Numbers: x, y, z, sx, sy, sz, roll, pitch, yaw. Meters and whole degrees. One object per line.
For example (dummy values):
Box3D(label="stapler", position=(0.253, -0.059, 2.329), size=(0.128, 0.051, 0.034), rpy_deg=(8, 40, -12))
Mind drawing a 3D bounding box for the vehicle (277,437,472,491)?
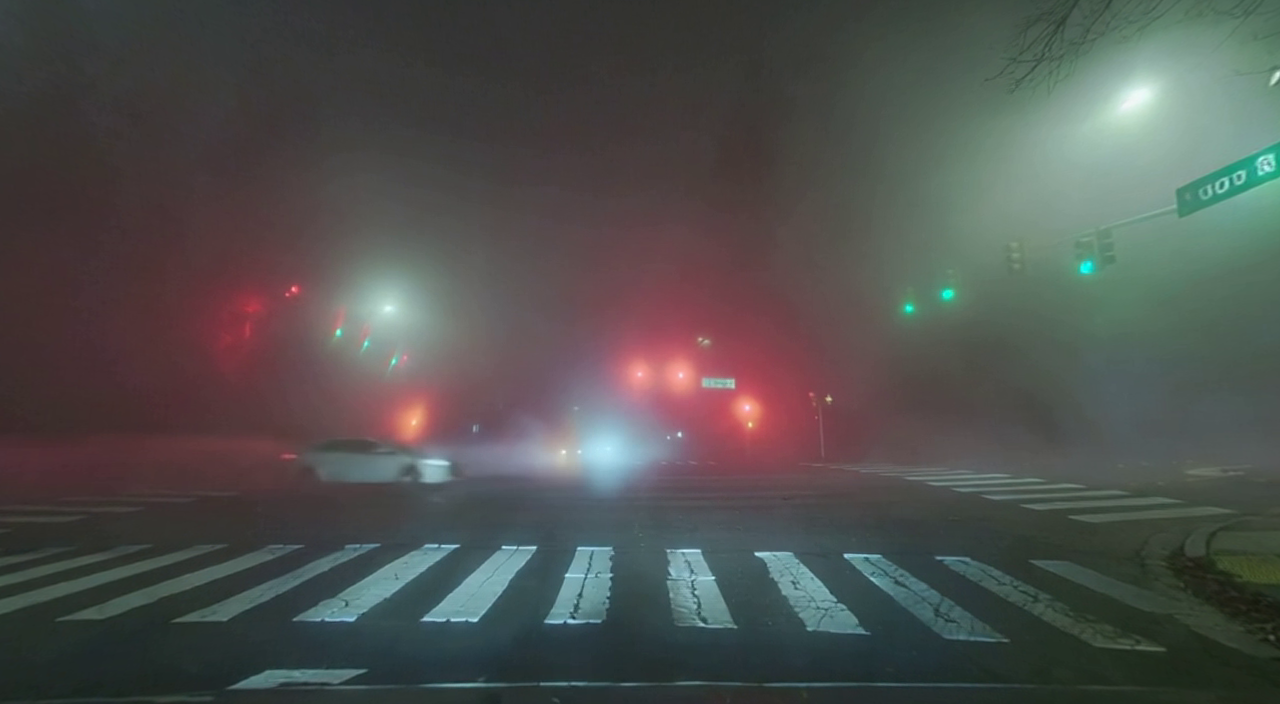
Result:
Box3D(label="vehicle", position=(-7.681, 3.281, 18.670), size=(4.838, 1.468, 2.052), rpy_deg=(0, -9, 1))
